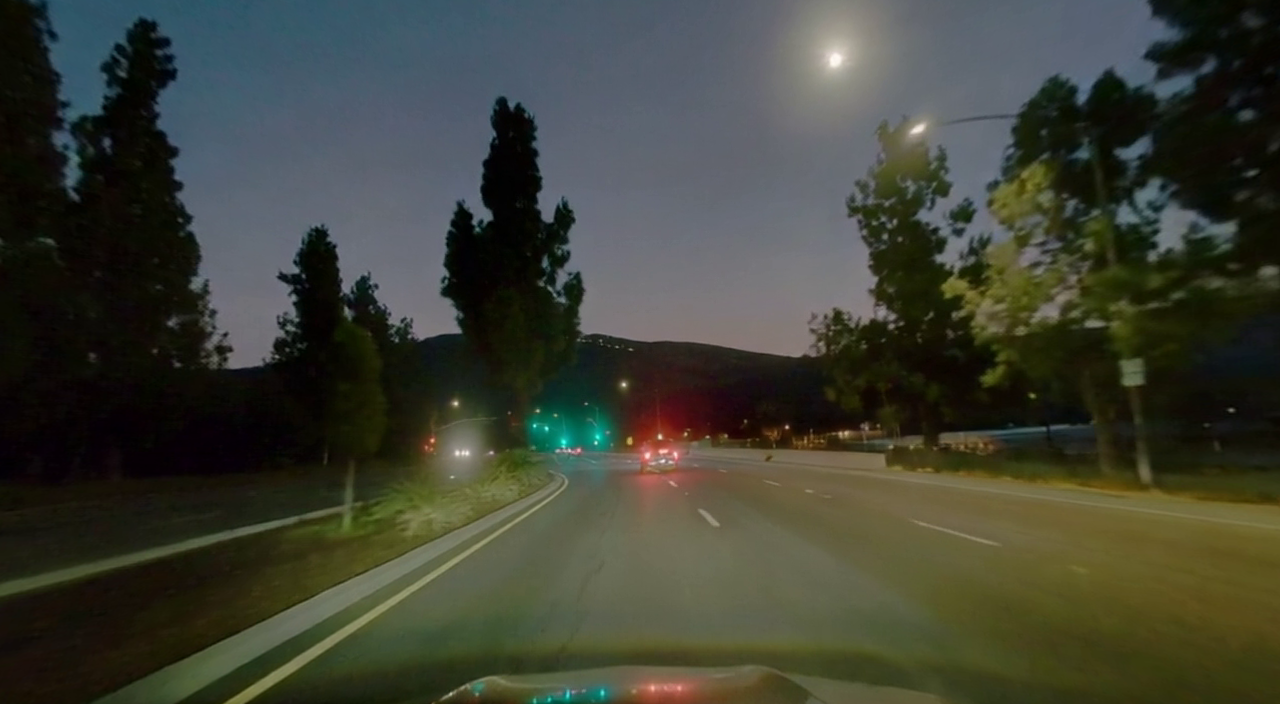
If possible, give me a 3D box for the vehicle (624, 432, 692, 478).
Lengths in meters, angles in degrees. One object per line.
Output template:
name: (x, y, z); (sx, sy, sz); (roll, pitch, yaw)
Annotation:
vehicle: (0.658, 4.357, 26.992); (2.253, 1.756, 4.313); (2, -8, -7)
